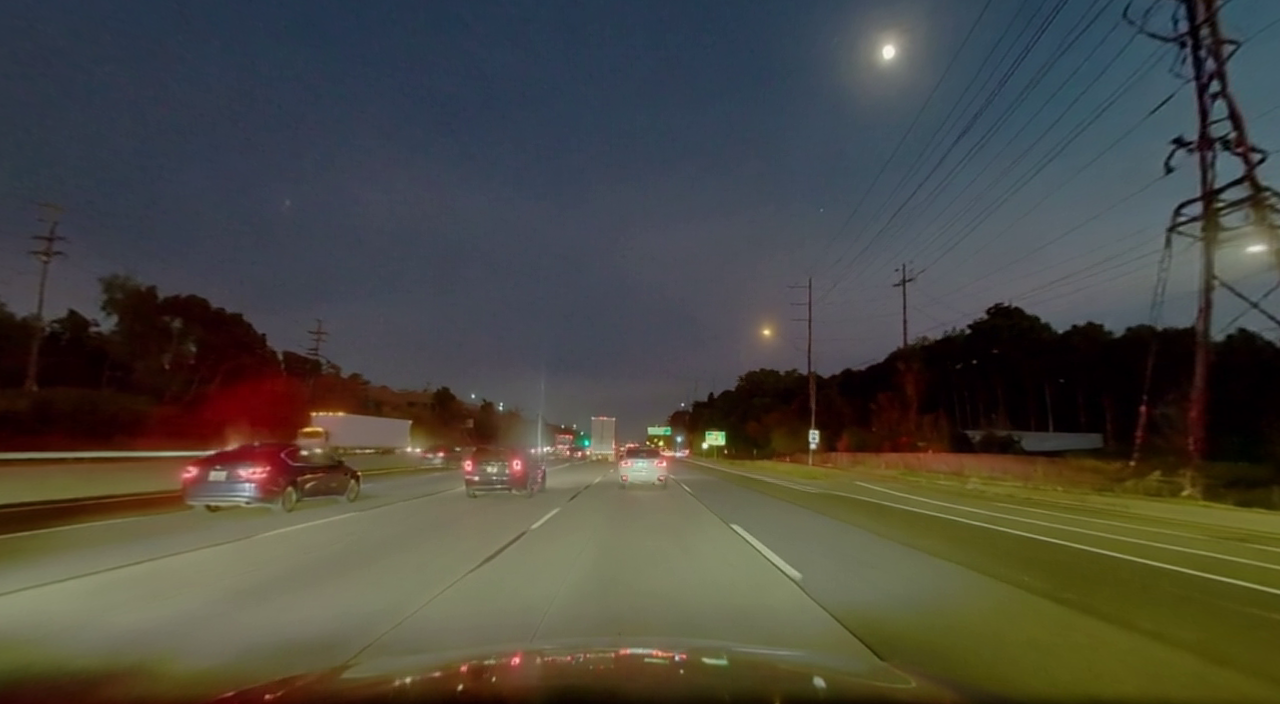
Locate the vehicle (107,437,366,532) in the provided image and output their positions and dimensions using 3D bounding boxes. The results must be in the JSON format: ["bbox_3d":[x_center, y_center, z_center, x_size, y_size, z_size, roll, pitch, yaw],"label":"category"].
[{"bbox_3d":[-7.209,2.382,12.003,1.867,1.445,4.499,0,-9,1],"label":"vehicle"}]

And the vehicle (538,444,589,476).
[{"bbox_3d":[-3.647,5.254,30.815,2.013,1.437,3.801,0,-9,0],"label":"vehicle"}]

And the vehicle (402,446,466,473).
[{"bbox_3d":[-11.779,6.149,36.379,2.004,1.457,4.758,0,-9,1],"label":"vehicle"}]

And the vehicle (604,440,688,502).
[{"bbox_3d":[0.077,3.208,17.496,2.018,1.470,4.491,0,-9,-2],"label":"vehicle"}]

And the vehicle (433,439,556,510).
[{"bbox_3d":[-3.334,2.886,15.334,1.912,1.464,4.115,0,-9,1],"label":"vehicle"}]
